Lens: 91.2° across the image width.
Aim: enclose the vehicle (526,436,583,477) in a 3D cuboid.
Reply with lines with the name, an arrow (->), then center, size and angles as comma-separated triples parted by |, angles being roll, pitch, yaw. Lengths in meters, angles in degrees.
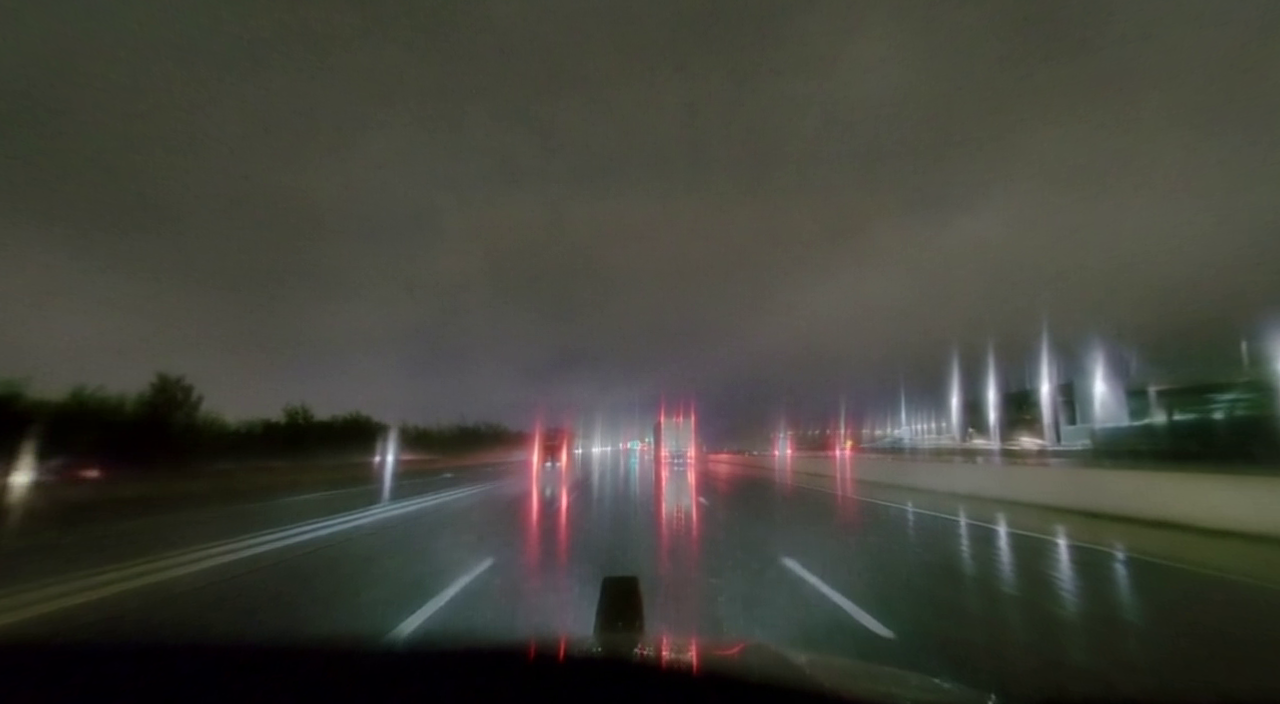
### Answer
vehicle -> -4.137, 5.155, 31.173 | 2.173, 1.857, 4.800 | 0, -9, 0
